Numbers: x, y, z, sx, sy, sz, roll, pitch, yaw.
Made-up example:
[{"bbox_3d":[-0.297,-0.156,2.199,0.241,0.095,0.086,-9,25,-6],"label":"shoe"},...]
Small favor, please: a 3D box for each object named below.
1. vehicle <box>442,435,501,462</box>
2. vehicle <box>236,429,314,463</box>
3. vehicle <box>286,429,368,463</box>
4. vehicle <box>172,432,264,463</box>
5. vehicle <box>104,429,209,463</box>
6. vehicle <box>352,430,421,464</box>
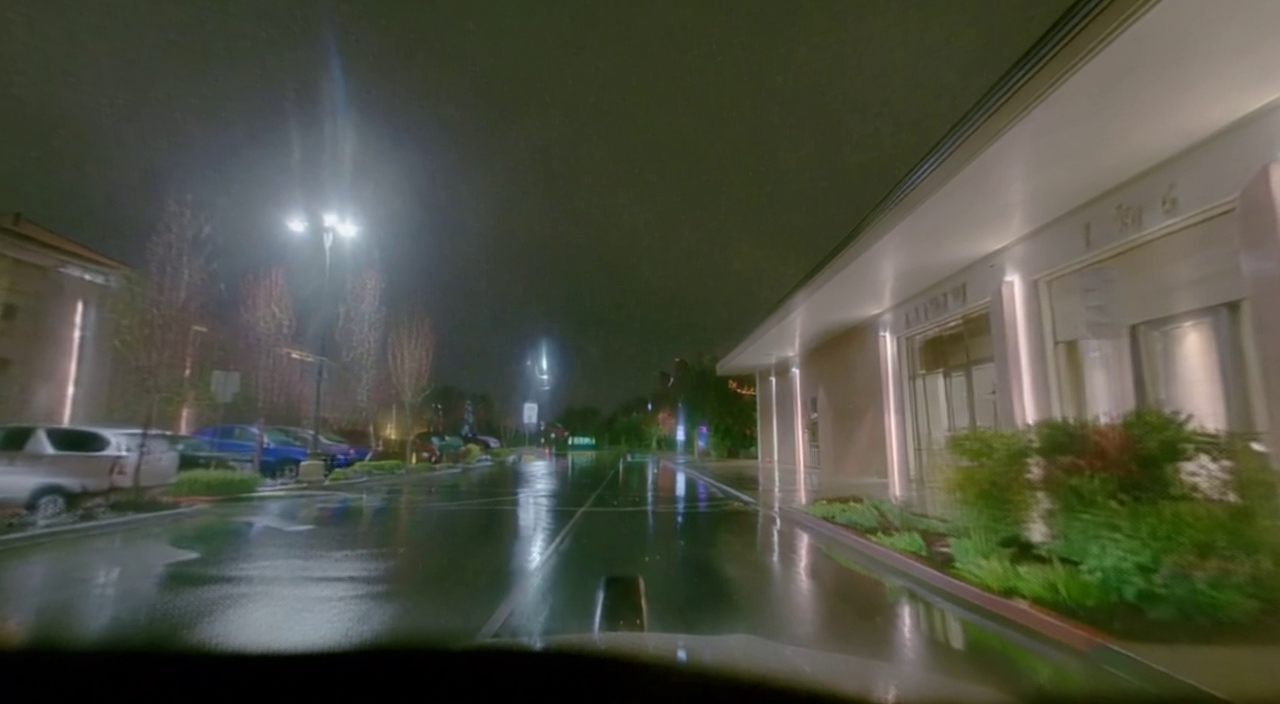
[{"bbox_3d":[-10.248,5.920,38.855,1.891,1.464,4.646,2,-8,6],"label":"vehicle"},{"bbox_3d":[-18.741,4.826,32.616,1.902,1.645,3.903,0,-7,-5],"label":"vehicle"},{"bbox_3d":[-15.920,4.828,32.389,1.928,1.613,4.197,0,-8,2],"label":"vehicle"},{"bbox_3d":[-21.377,4.868,32.210,1.909,1.474,3.908,0,-8,2],"label":"vehicle"},{"bbox_3d":[-24.350,4.749,32.040,1.773,1.498,4.085,3,-8,6],"label":"vehicle"},{"bbox_3d":[-12.998,4.915,32.724,1.892,1.597,4.259,0,-8,-2],"label":"vehicle"}]
